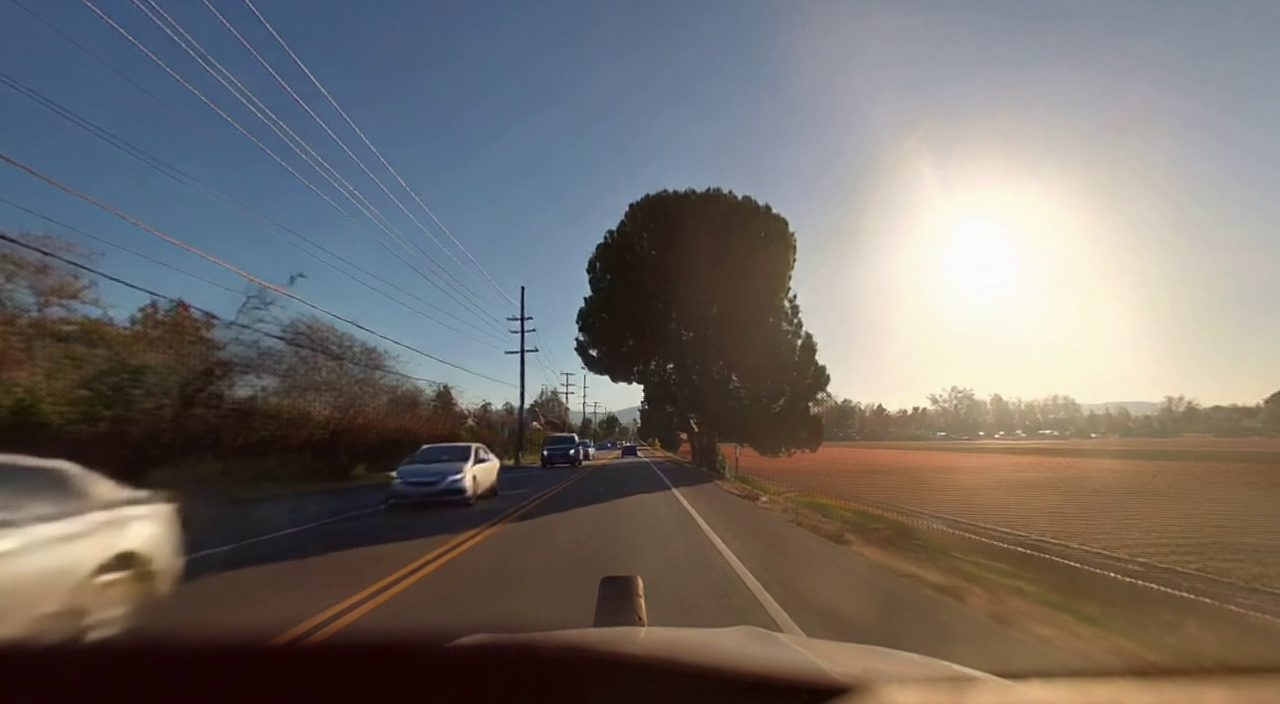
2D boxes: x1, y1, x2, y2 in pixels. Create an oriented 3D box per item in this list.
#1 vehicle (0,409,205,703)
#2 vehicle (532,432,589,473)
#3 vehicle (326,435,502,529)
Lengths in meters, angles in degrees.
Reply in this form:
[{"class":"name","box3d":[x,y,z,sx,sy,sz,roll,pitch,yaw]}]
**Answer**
[{"class":"vehicle","box3d":[-4.657,1.069,2.795,2.153,1.630,4.822,-1,-8,-2]},{"class":"vehicle","box3d":[-4.737,6.083,38.735,2.762,2.167,6.359,-2,-8,-2]},{"class":"vehicle","box3d":[-4.701,2.731,14.106,2.224,1.612,4.927,-2,-8,-1]}]
